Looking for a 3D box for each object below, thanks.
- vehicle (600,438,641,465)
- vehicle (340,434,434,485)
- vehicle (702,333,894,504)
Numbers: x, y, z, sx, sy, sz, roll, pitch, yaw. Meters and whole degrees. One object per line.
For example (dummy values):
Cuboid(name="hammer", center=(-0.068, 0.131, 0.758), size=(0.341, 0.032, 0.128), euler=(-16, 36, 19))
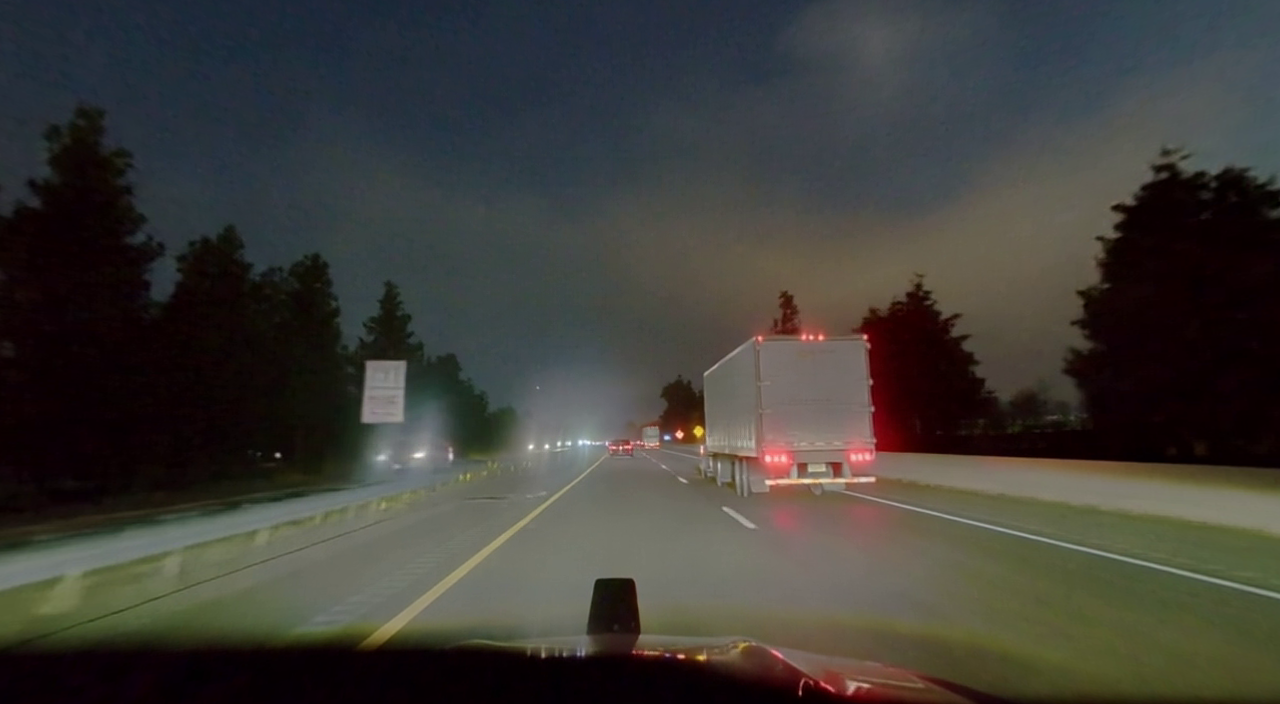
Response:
Cuboid(name="vehicle", center=(-1.107, 5.774, 36.961), size=(2.259, 1.466, 3.693), euler=(0, -8, -1))
Cuboid(name="vehicle", center=(-9.494, 4.015, 24.051), size=(1.985, 1.746, 3.918), euler=(0, -8, -1))
Cuboid(name="vehicle", center=(3.658, 1.891, 17.142), size=(2.921, 3.526, 8.207), euler=(0, -8, -1))
